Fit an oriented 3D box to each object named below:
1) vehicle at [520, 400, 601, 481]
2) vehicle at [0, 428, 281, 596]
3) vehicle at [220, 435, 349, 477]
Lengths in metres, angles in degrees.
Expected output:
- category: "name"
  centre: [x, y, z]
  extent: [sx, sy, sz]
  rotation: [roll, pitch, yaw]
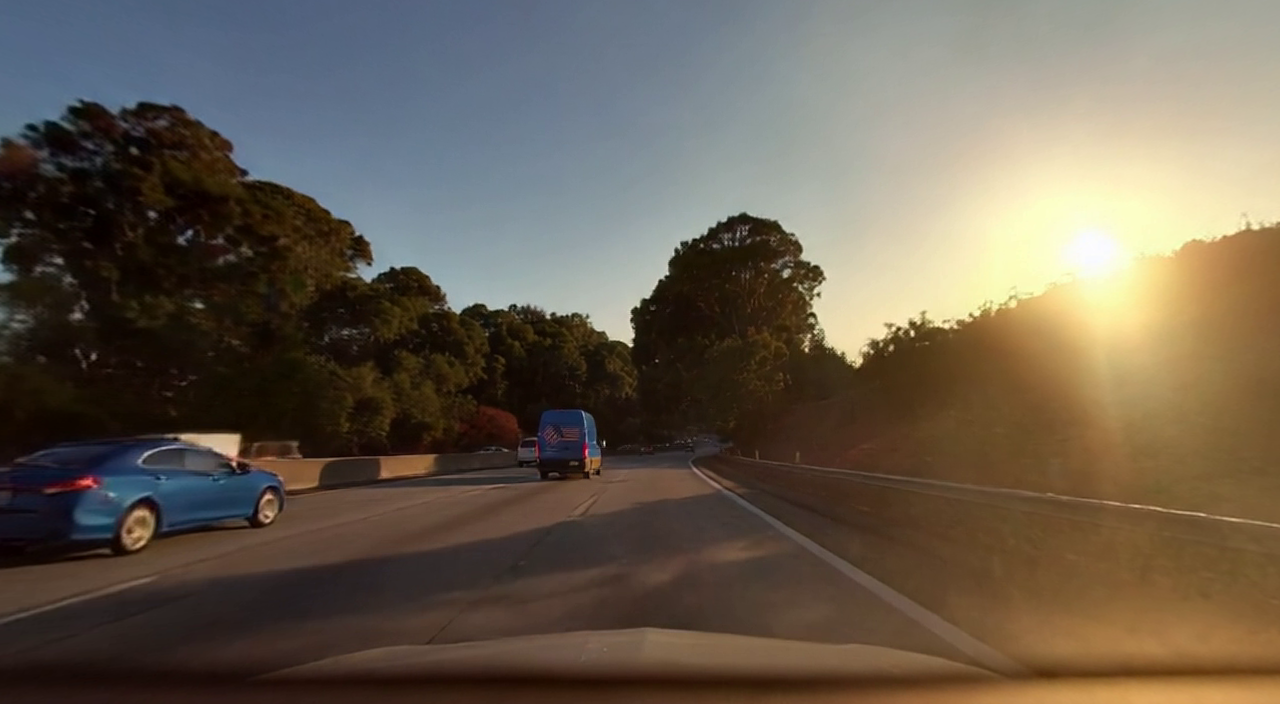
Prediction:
- category: "vehicle"
  centre: [-2.986, 3.550, 25.263]
  extent: [2.319, 2.883, 5.632]
  rotation: [0, -8, 2]
- category: "vehicle"
  centre: [-6.473, 1.657, 7.320]
  extent: [1.947, 1.438, 4.440]
  rotation: [0, -8, 1]
- category: "vehicle"
  centre: [-16.136, 4.757, 29.163]
  extent: [2.295, 1.738, 5.899]
  rotation: [-1, -8, 3]
